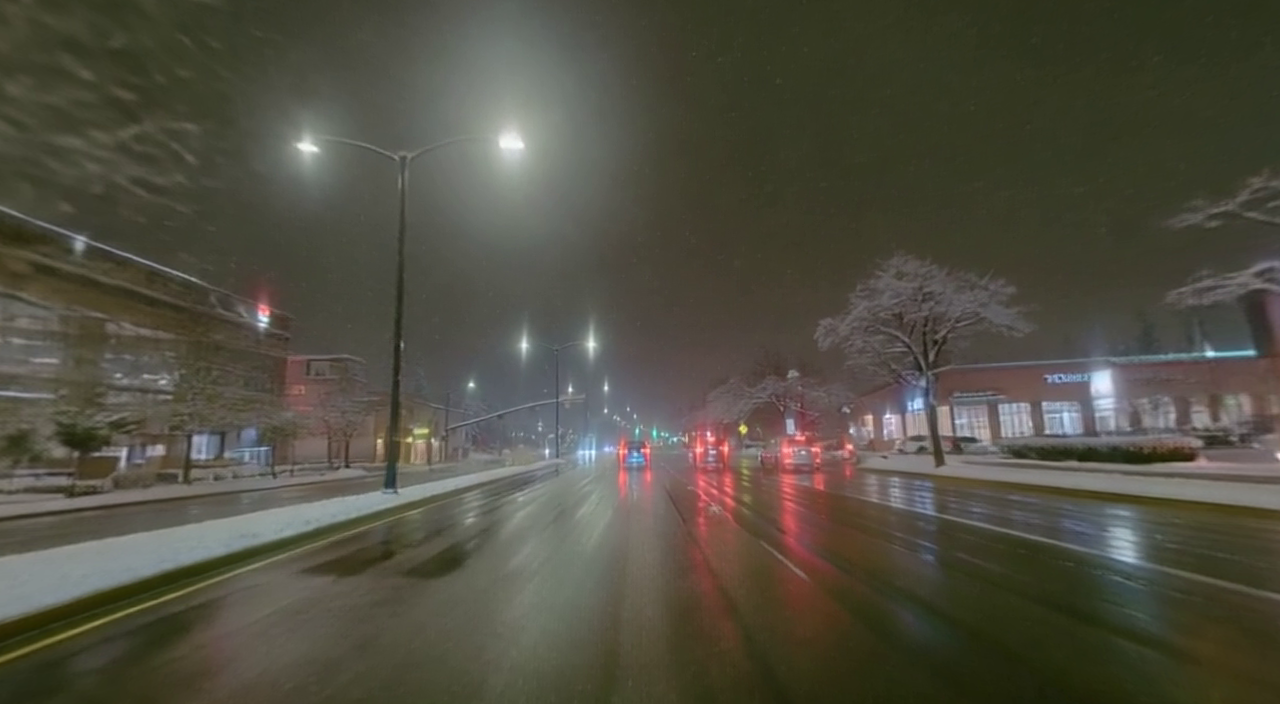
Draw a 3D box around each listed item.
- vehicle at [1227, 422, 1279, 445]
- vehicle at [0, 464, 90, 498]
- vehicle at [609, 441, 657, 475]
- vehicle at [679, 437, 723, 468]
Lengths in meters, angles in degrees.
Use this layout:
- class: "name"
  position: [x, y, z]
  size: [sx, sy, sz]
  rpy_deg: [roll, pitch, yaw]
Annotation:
- class: "vehicle"
  position: [44.230, 5.726, 44.222]
  size: [1.791, 1.569, 4.544]
  rpy_deg: [0, -9, -1]
- class: "vehicle"
  position: [-29.997, 6.329, 31.125]
  size: [4.033, 1.531, 1.789]
  rpy_deg: [0, -9, -2]
- class: "vehicle"
  position: [-0.354, 5.010, 30.130]
  size: [2.110, 1.476, 4.294]
  rpy_deg: [0, -9, -1]
- class: "vehicle"
  position: [3.508, 5.846, 36.949]
  size: [2.100, 1.683, 4.231]
  rpy_deg: [0, -9, -1]
